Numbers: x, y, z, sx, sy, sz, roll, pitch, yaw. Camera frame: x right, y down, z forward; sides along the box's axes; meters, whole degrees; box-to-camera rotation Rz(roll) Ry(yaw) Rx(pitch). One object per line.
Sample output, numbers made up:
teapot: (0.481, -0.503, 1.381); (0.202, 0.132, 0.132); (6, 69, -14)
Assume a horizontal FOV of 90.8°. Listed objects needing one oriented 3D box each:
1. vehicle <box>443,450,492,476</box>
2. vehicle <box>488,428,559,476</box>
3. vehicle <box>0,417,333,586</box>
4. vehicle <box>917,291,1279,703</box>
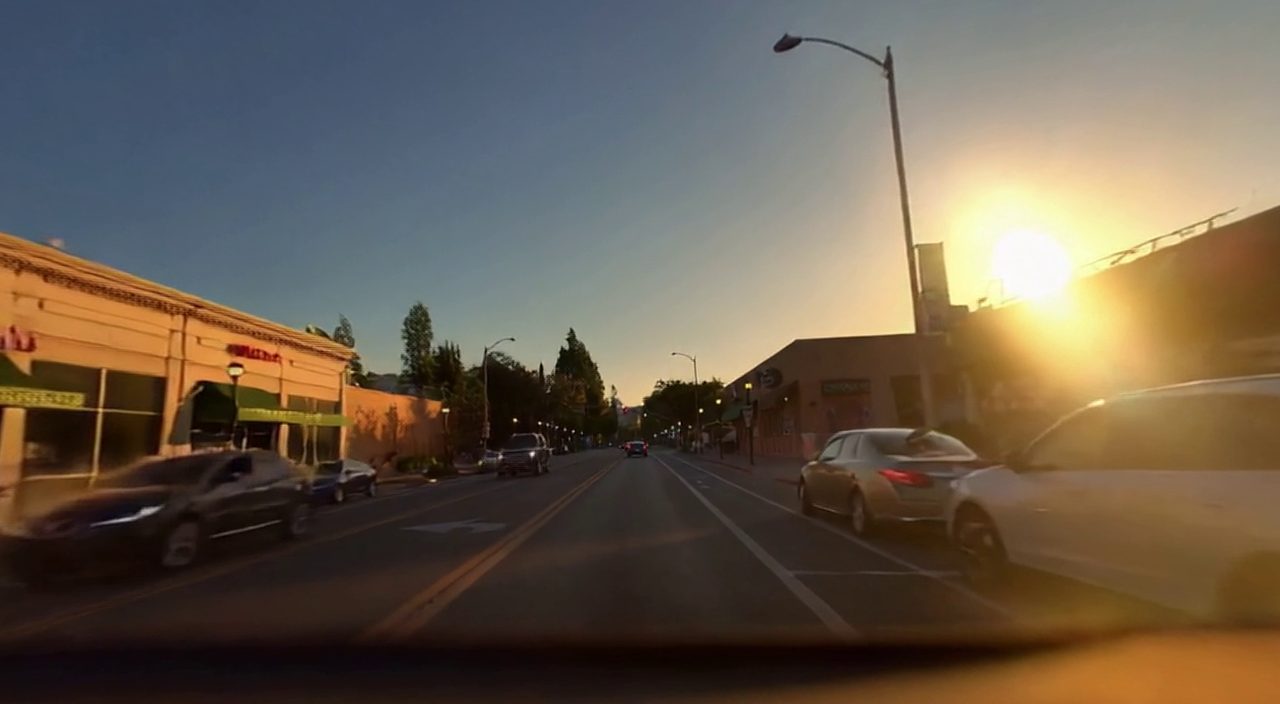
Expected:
vehicle: (-10.773, 6.965, 39.739); (1.784, 1.502, 4.344); (0, -9, 1)
vehicle: (-5.526, 4.864, 30.812); (2.267, 2.070, 5.719); (0, -9, 1)
vehicle: (-6.705, 2.001, 9.323); (2.044, 1.839, 4.512); (0, -9, 0)
vehicle: (3.861, 0.928, 4.141); (1.976, 2.001, 4.430); (0, -9, -1)
